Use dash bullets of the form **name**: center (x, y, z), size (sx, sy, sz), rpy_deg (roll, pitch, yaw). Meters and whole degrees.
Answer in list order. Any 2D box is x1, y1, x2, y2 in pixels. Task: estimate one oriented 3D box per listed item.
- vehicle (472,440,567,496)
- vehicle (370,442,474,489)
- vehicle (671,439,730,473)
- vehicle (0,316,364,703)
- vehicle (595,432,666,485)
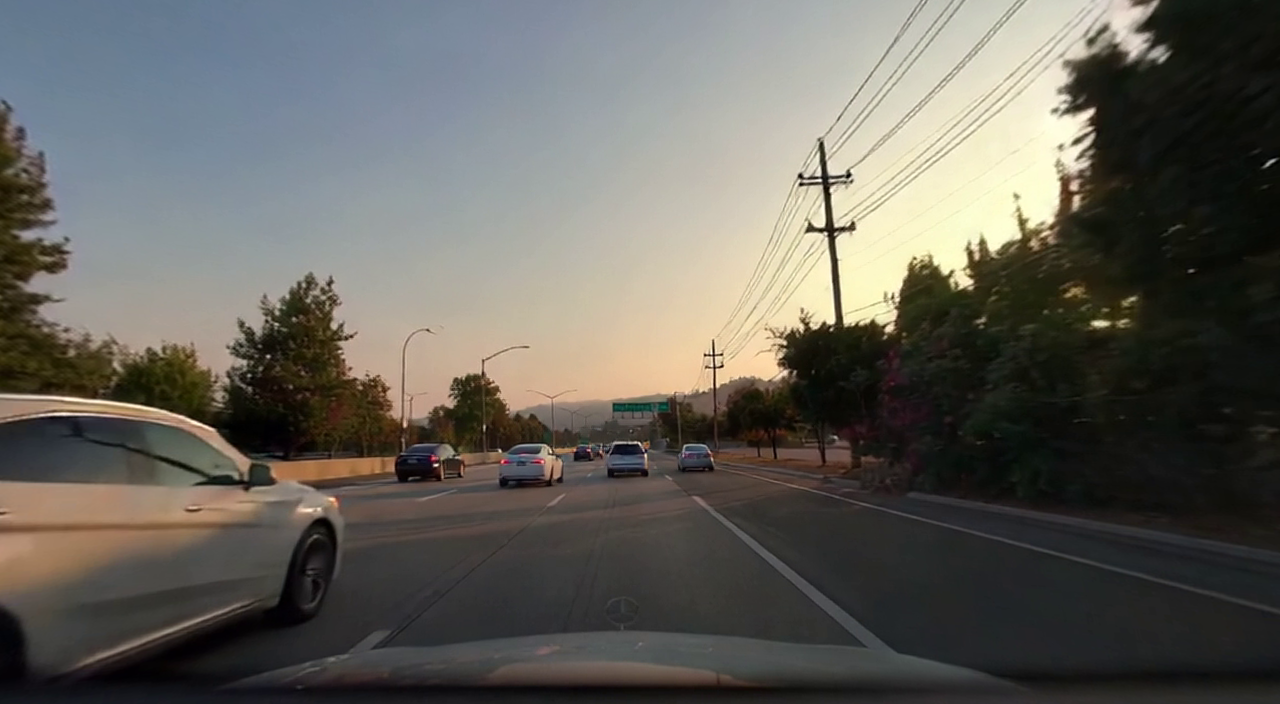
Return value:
- **vehicle**: center (-3.413, 3.356, 18.789), size (1.958, 1.447, 4.454), rpy_deg (0, -8, 0)
- **vehicle**: center (-7.311, 3.822, 21.764), size (1.959, 1.435, 4.719), rpy_deg (0, -8, -1)
- **vehicle**: center (2.818, 4.985, 30.512), size (2.197, 1.464, 4.356), rpy_deg (0, -8, -3)
- **vehicle**: center (-3.243, 0.810, 2.424), size (2.277, 1.728, 4.661), rpy_deg (0, -8, 0)
- **vehicle**: center (-0.357, 3.746, 22.518), size (2.284, 1.699, 4.168), rpy_deg (0, -8, -1)
